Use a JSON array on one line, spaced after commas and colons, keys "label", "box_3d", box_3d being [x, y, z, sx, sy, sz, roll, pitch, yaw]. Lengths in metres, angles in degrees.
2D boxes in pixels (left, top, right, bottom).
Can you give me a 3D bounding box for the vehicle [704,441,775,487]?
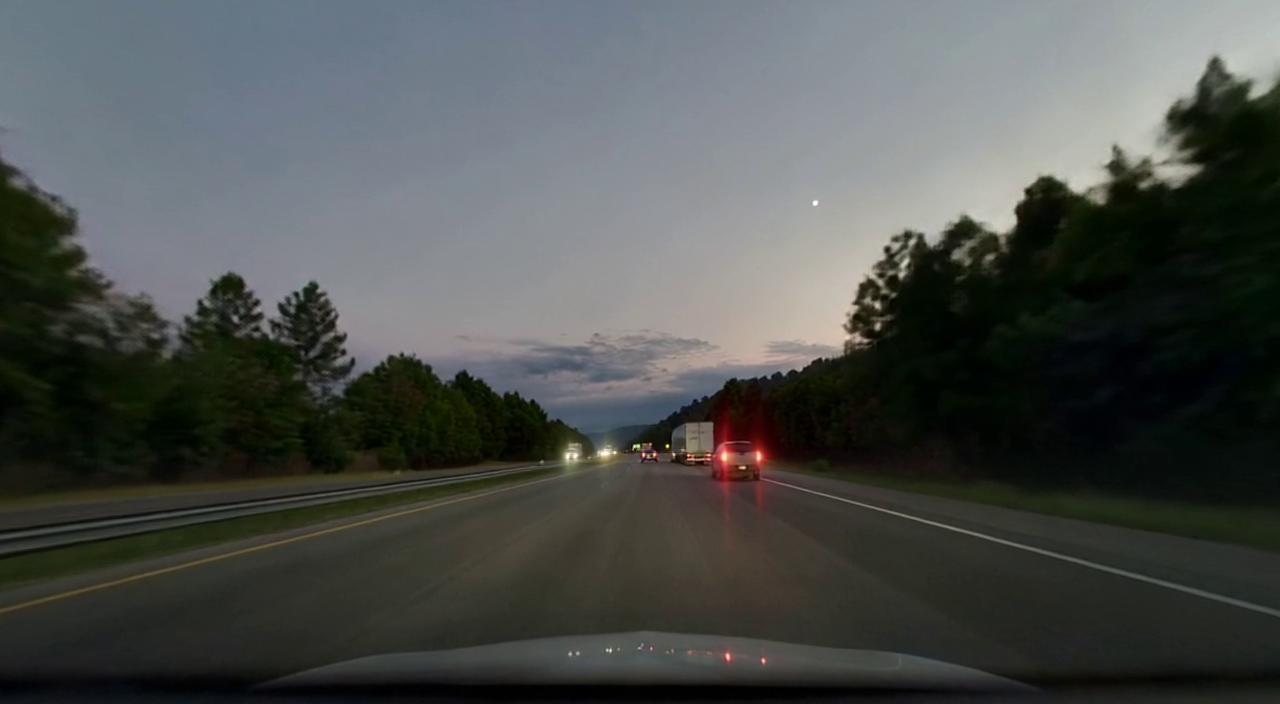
[{"label": "vehicle", "box_3d": [3.831, 4.403, 25.068, 2.096, 1.653, 4.185, 0, -9, 0]}]
